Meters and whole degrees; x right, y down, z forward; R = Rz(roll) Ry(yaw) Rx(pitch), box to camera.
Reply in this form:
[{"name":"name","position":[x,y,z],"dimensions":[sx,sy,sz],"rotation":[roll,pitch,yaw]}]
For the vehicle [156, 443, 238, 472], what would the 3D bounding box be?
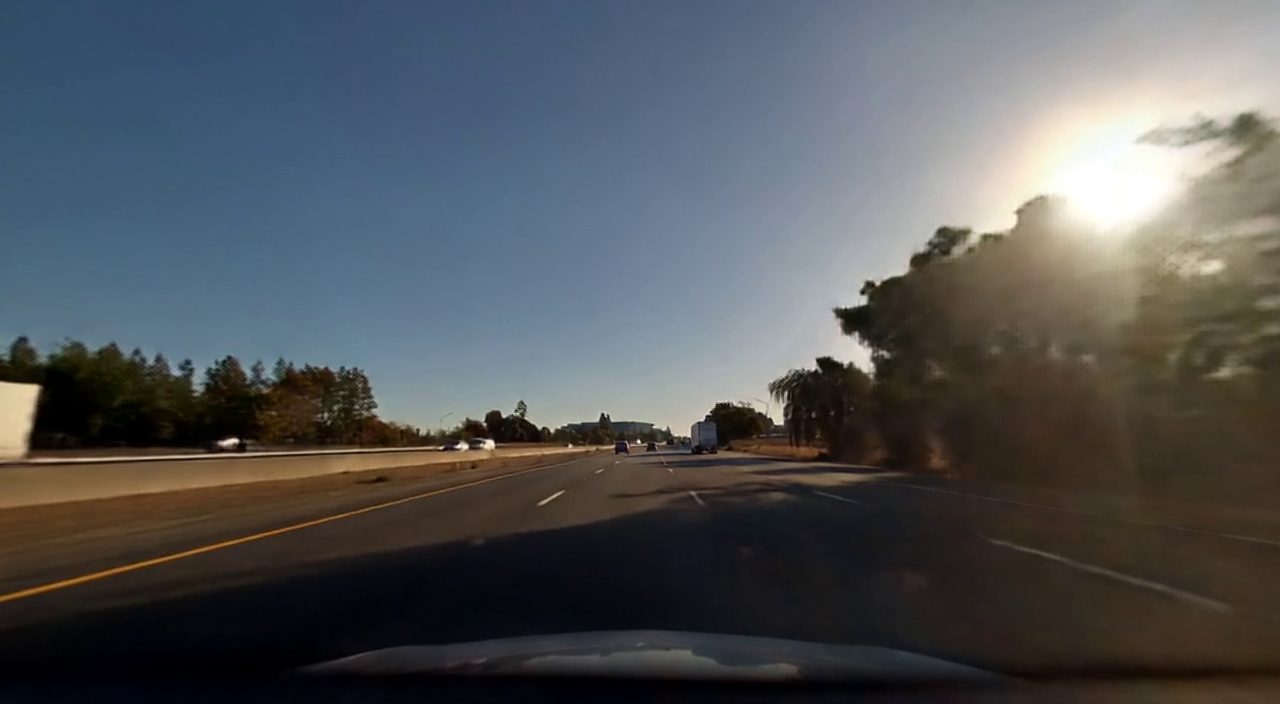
[{"name":"vehicle","position":[-27.805,6.621,39.753],"dimensions":[1.887,1.670,4.386],"rotation":[-1,-8,1]}]
